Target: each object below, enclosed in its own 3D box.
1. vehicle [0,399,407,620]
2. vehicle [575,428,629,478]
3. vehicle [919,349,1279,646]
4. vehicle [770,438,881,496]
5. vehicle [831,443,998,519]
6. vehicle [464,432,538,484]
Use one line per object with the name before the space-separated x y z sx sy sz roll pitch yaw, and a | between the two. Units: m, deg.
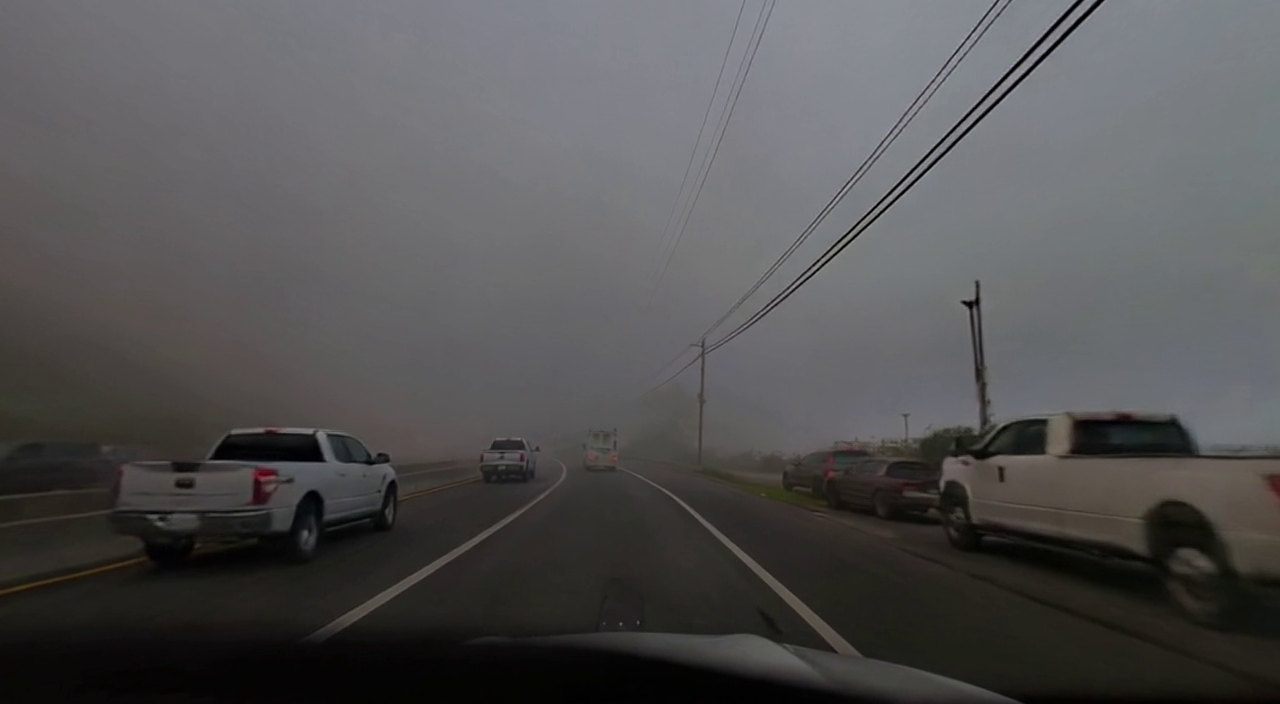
vehicle | -4.612 1.588 7.320 2.185 1.721 4.550 0 -9 -2
vehicle | -2.022 5.094 31.874 2.486 2.280 5.291 1 -9 -6
vehicle | 6.050 1.429 6.938 2.706 2.199 6.527 0 -9 -3
vehicle | 6.100 3.827 21.414 2.058 1.747 4.585 1 -9 -4
vehicle | 6.190 2.936 14.962 1.877 1.503 4.653 0 -9 0
vehicle | -5.941 4.611 27.783 2.345 2.012 5.693 1 -9 -4
